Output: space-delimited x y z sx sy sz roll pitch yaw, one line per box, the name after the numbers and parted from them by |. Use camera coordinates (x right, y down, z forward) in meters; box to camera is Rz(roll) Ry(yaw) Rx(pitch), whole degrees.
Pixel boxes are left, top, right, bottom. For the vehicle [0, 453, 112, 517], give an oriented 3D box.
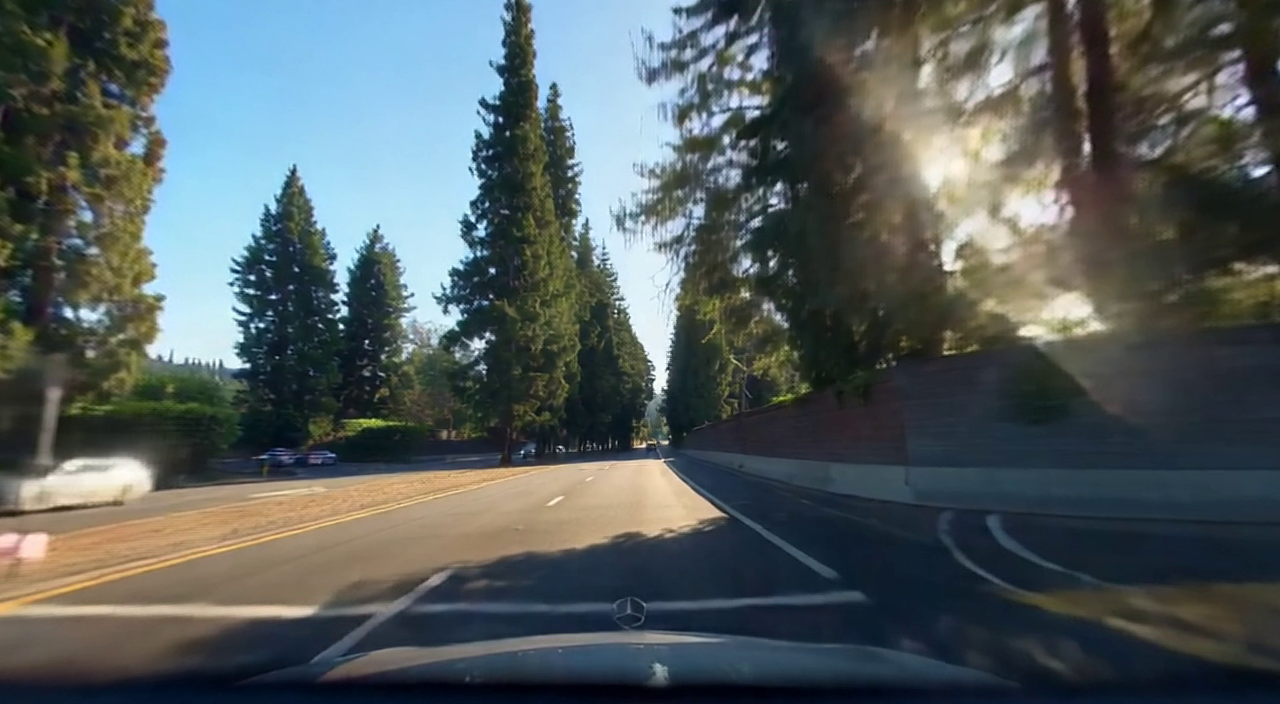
-16.774 3.482 16.761 1.926 1.513 4.132 0 -8 -2 | vehicle

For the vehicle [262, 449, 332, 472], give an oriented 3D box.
-25.781 8.154 47.465 4.188 1.536 1.845 0 -8 -3 | vehicle
